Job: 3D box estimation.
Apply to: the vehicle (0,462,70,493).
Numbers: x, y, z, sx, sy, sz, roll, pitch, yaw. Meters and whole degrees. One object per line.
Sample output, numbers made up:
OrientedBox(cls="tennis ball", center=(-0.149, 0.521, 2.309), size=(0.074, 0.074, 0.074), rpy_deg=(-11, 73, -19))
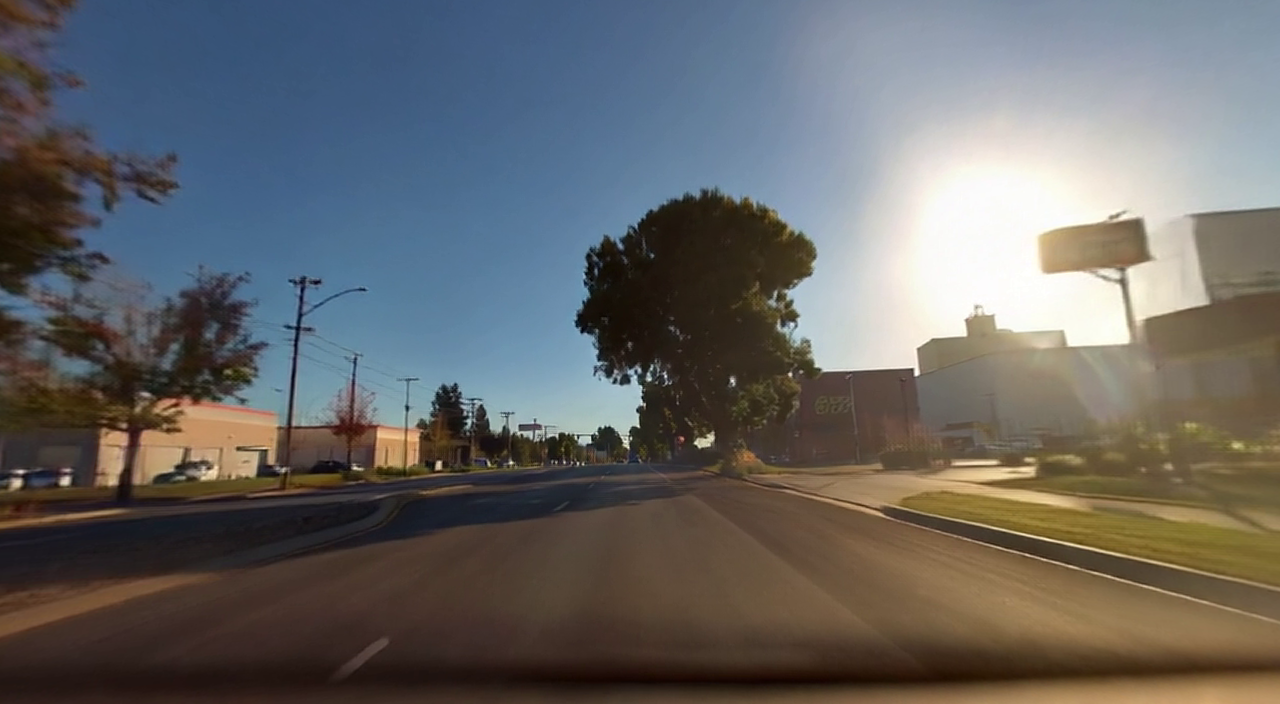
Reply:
OrientedBox(cls="vehicle", center=(-37.512, 7.544, 38.322), size=(1.903, 1.674, 4.493), rpy_deg=(0, -9, -3))

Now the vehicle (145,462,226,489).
OrientedBox(cls="vehicle", center=(-27.750, 7.505, 38.819), size=(1.808, 1.441, 4.386), rpy_deg=(0, -9, -1))
